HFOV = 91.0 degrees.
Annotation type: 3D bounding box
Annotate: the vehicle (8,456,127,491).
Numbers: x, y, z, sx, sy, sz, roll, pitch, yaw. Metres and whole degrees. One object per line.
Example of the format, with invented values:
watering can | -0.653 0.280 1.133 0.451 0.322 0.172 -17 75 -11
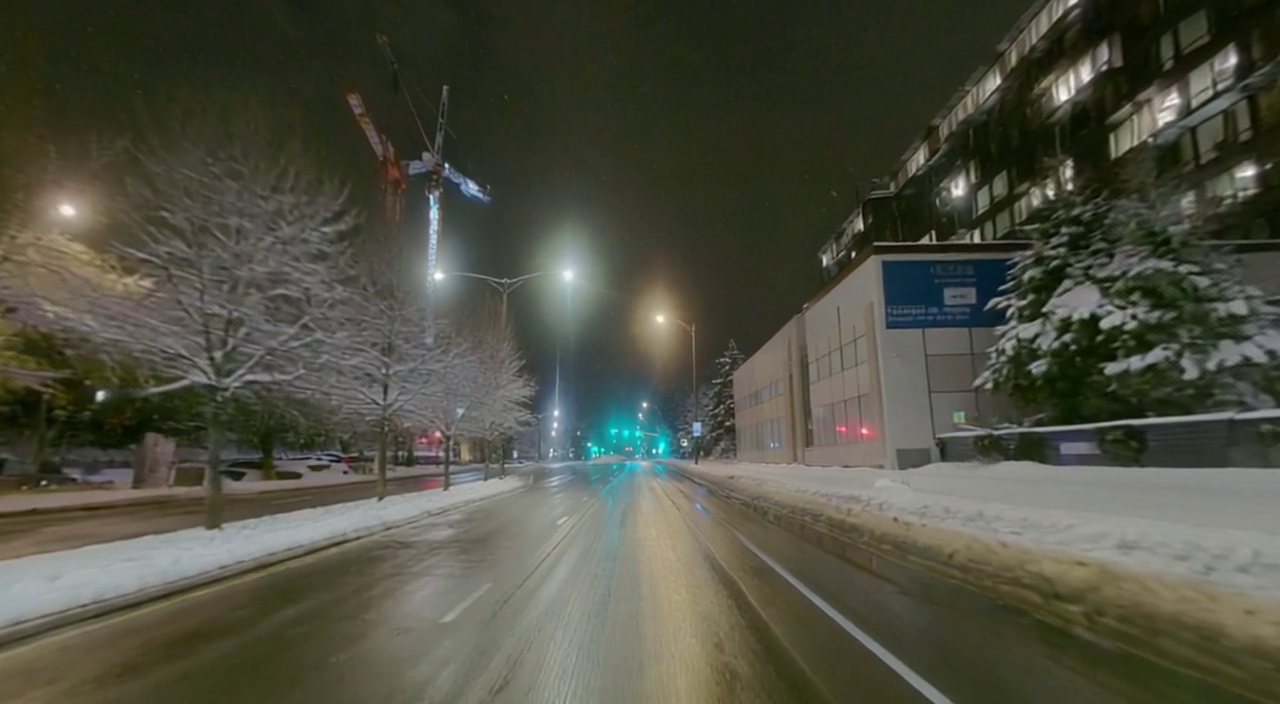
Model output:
vehicle | -25.665 5.450 28.300 3.580 1.435 1.805 0 -9 2
